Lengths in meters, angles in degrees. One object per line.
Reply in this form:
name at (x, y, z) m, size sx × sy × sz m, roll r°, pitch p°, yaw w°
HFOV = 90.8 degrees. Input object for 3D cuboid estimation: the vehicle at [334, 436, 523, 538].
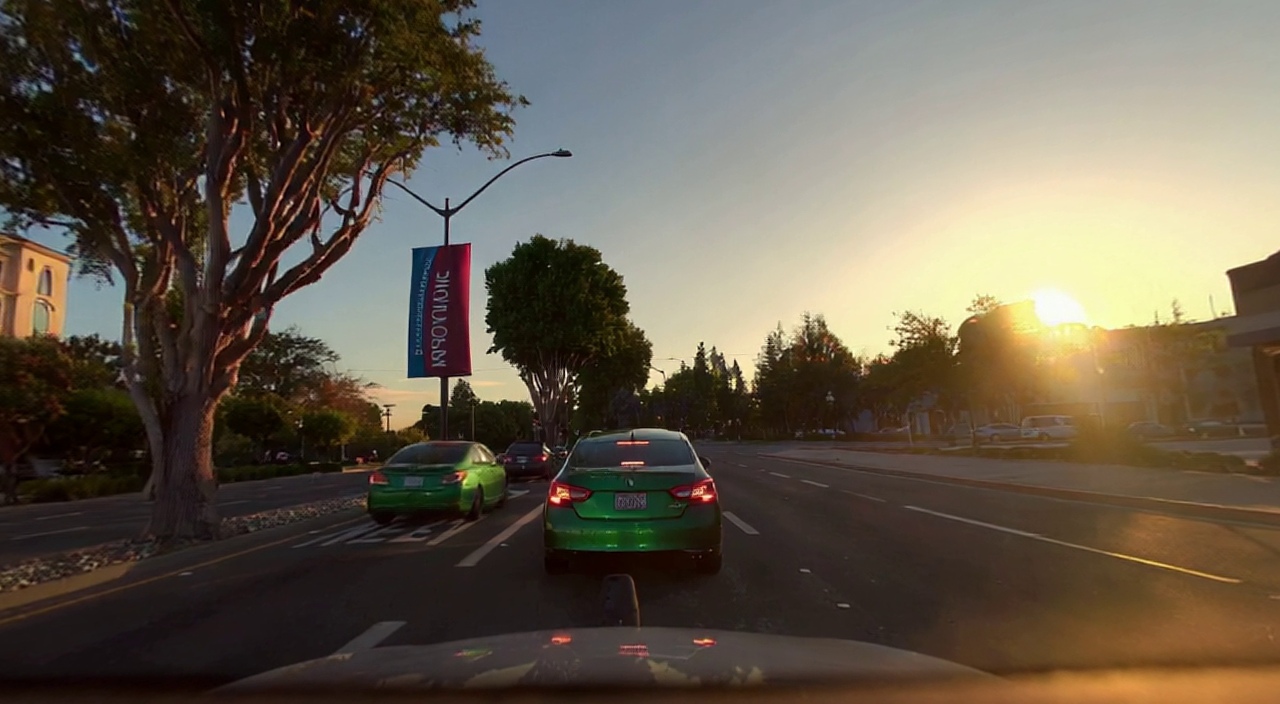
vehicle at (-3.447, 2.267, 11.326) m, size 1.952 × 1.431 × 4.383 m, roll 0°, pitch -8°, yaw -1°

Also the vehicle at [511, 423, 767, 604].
vehicle at (-0.064, 1.638, 7.298) m, size 2.126 × 1.475 × 3.967 m, roll 0°, pitch -8°, yaw -2°
